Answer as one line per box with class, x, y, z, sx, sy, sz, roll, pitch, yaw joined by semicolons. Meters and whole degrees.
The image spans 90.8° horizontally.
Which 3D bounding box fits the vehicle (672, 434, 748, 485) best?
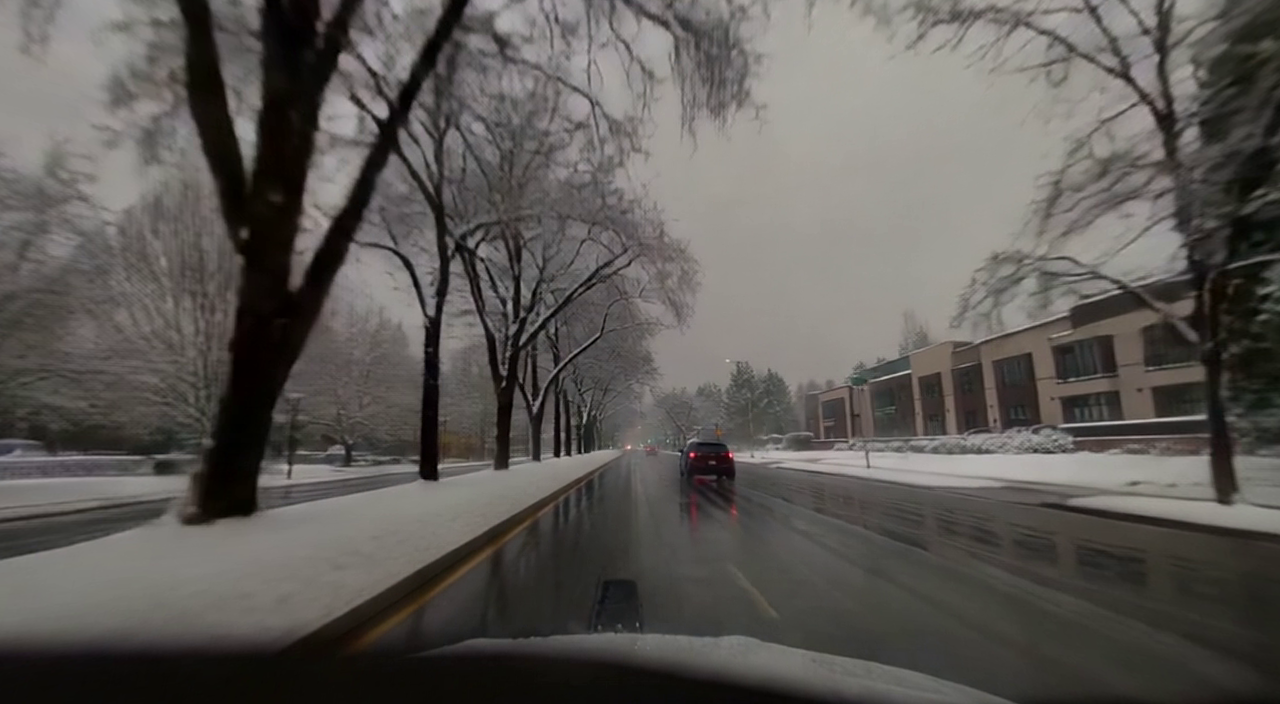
vehicle;2.533;4.065;24.275;2.240;1.740;4.605;0;-8;-2
